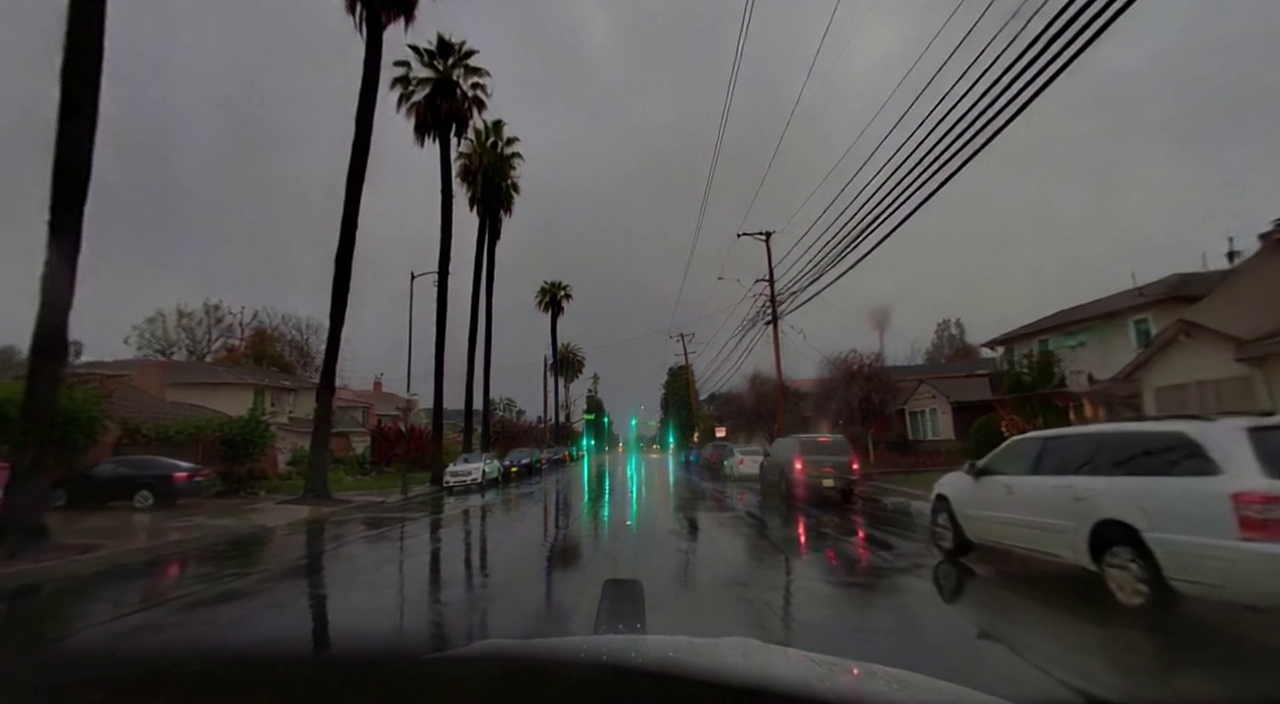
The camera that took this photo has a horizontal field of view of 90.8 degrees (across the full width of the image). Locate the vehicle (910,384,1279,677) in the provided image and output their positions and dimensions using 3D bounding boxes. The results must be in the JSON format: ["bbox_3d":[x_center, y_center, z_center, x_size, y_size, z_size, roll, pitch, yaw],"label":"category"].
[{"bbox_3d":[4.716,1.415,6.129,1.922,1.761,4.633,0,-8,-3],"label":"vehicle"}]

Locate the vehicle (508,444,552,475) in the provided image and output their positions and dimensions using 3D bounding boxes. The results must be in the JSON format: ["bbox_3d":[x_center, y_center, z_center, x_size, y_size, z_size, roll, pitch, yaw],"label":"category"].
[{"bbox_3d":[-7.415,7.278,42.970,2.077,1.888,4.551,-2,-8,2],"label":"vehicle"}]

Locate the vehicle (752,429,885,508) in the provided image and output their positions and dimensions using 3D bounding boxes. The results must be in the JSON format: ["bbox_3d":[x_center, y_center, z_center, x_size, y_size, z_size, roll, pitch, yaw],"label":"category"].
[{"bbox_3d":[4.634,3.103,17.325,2.115,1.826,4.871,0,-8,-1],"label":"vehicle"}]

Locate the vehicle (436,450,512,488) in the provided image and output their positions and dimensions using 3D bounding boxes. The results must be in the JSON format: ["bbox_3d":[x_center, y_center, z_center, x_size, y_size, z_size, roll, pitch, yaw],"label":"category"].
[{"bbox_3d":[-7.215,5.129,27.987,2.013,1.483,4.645,0,-8,1],"label":"vehicle"}]

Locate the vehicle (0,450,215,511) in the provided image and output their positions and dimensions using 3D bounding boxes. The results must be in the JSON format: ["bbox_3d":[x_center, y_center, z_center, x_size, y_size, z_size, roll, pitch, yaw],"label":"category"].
[{"bbox_3d":[-14.294,3.420,17.030,4.305,1.505,1.793,0,-8,-1],"label":"vehicle"}]
